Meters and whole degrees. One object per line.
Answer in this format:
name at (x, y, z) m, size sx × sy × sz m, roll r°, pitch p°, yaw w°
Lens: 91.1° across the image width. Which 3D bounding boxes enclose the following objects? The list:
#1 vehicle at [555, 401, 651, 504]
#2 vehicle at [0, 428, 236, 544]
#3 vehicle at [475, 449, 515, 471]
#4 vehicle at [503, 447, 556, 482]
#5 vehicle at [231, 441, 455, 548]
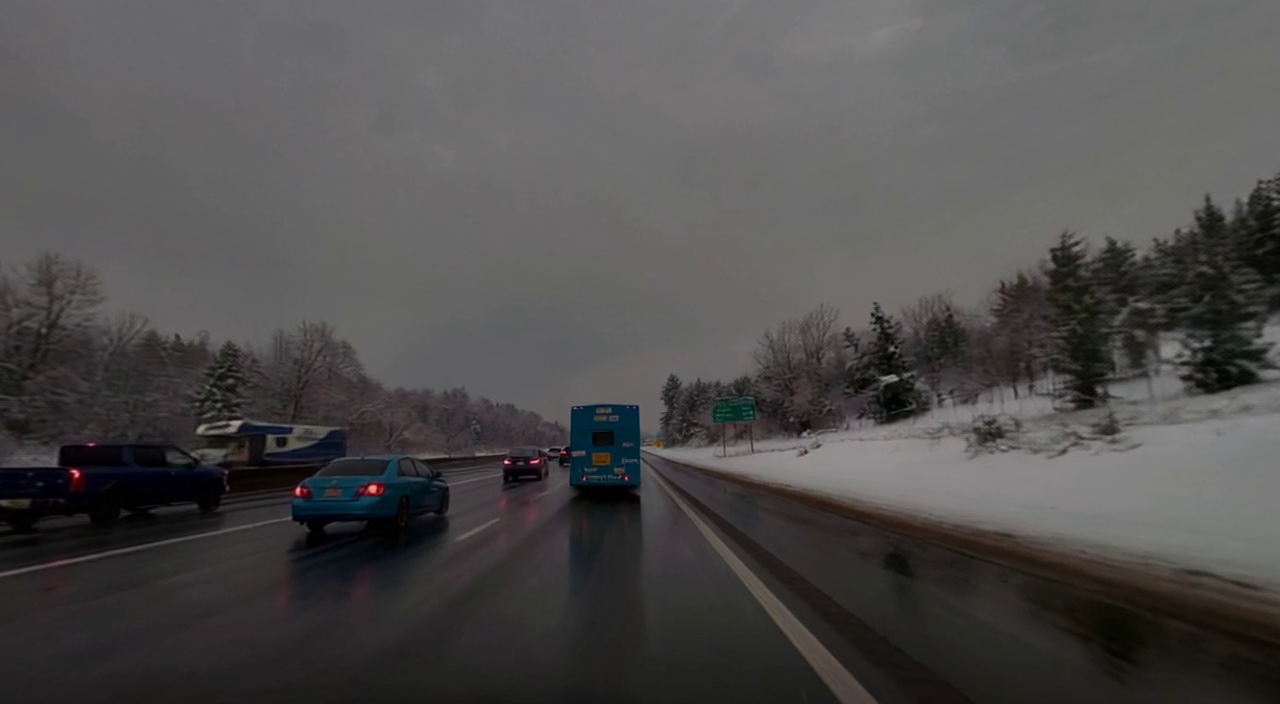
vehicle at (-0.967, 2.941, 18.538) m, size 2.394 × 2.556 × 5.232 m, roll 0°, pitch -9°, yaw -1°
vehicle at (-9.587, 2.242, 11.120) m, size 2.010 × 1.621 × 4.252 m, roll 0°, pitch -9°, yaw 0°
vehicle at (-10.088, 7.526, 44.103) m, size 1.886 × 1.462 × 4.084 m, roll 0°, pitch -9°, yaw -1°
vehicle at (-5.009, 5.122, 28.939) m, size 1.872 × 1.480 × 3.545 m, roll 0°, pitch -9°, yaw -1°
vehicle at (-4.678, 2.274, 10.710) m, size 1.876 × 1.438 × 4.072 m, roll 0°, pitch -9°, yaw -1°
